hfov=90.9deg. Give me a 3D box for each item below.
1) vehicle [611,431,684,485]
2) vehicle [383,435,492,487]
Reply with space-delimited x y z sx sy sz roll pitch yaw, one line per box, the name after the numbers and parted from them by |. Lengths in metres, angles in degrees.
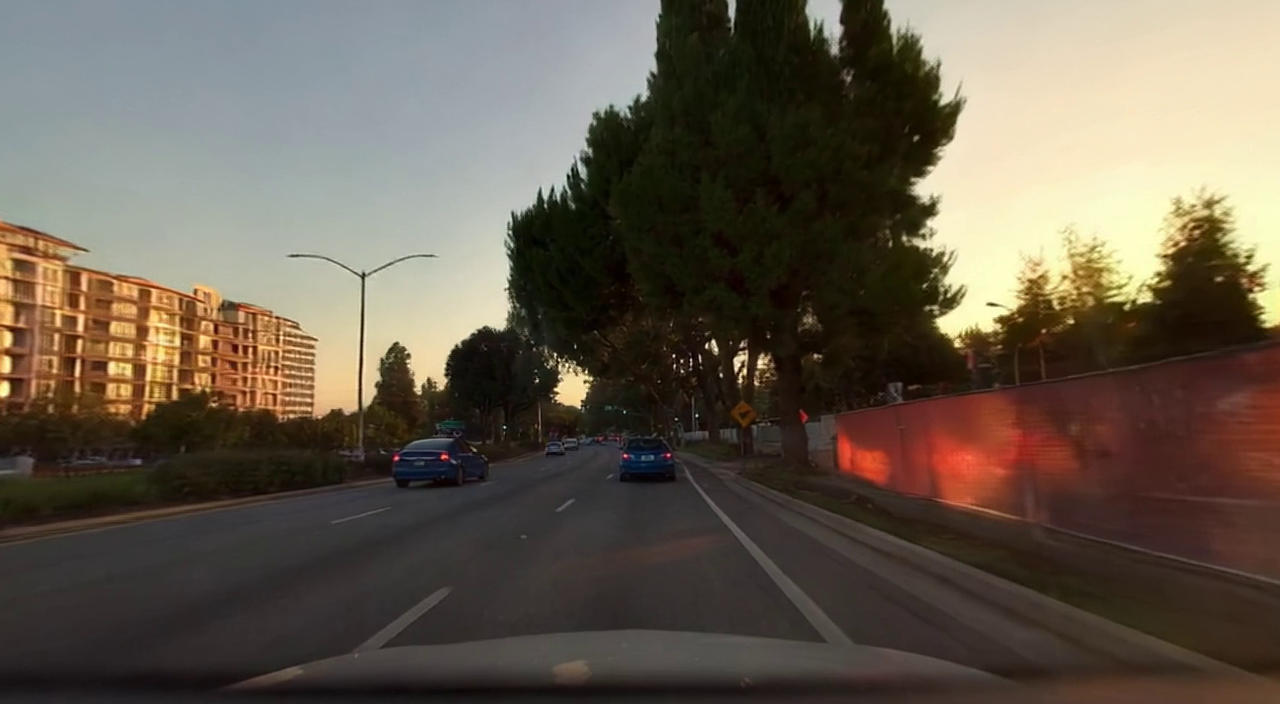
0.252 3.546 21.356 2.227 1.654 4.091 0 -8 0 | vehicle
-6.335 3.460 20.304 1.877 1.479 4.430 -1 -8 3 | vehicle
